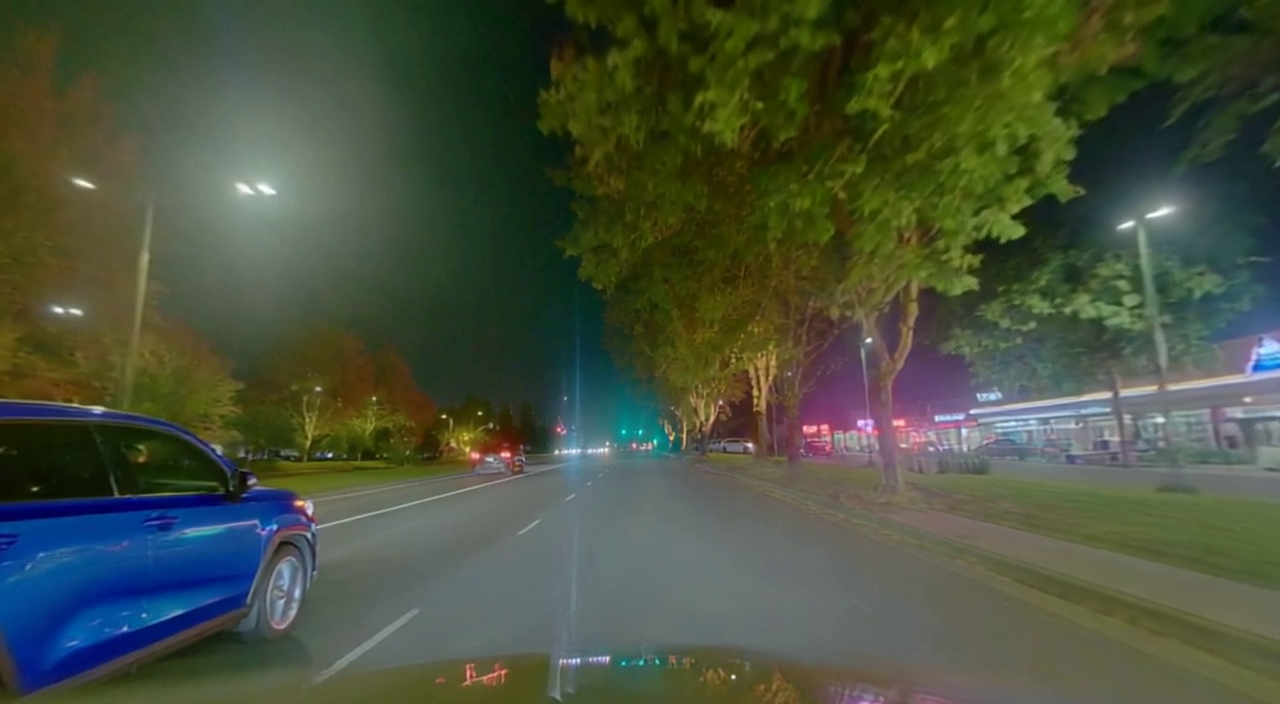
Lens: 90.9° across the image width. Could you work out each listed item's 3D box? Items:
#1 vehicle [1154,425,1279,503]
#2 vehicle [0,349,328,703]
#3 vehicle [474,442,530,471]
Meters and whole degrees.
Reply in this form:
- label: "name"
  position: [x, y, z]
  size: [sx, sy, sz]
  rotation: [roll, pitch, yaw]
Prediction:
- label: "vehicle"
  position: [15.391, 2.594, 14.862]
  size: [4.806, 1.664, 2.050]
  rotation: [0, -8, -3]
- label: "vehicle"
  position: [-3.397, 0.858, 2.520]
  size: [2.127, 1.654, 4.121]
  rotation: [0, -8, 1]
- label: "vehicle"
  position: [-7.380, 5.612, 34.128]
  size: [1.990, 1.483, 4.410]
  rotation: [0, -8, 1]
